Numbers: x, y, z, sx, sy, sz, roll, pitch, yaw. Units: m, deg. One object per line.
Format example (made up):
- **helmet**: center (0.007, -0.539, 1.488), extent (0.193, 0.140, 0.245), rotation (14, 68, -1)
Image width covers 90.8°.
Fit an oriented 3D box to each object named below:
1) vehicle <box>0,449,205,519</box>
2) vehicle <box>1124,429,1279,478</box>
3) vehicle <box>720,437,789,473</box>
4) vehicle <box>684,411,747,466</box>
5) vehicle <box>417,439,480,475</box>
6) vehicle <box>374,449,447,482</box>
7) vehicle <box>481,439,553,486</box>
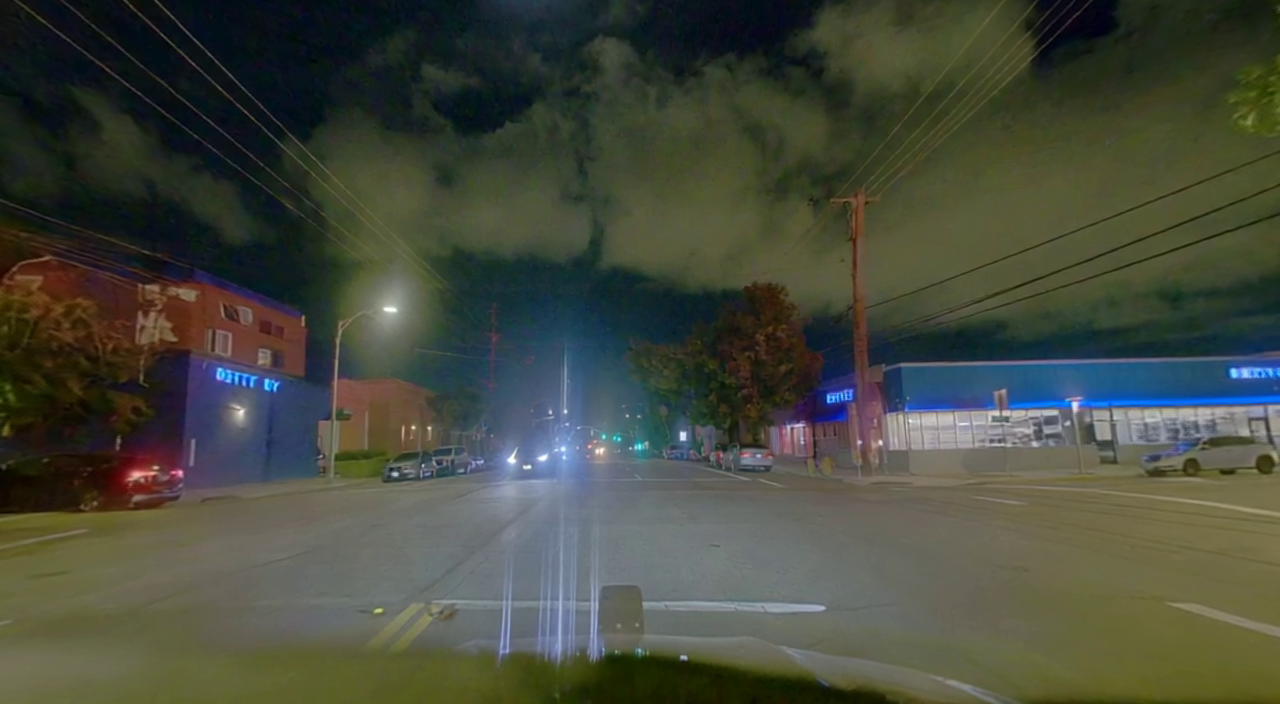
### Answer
- **vehicle**: center (-13.782, 3.168, 15.505), extent (4.729, 1.518, 2.107), rotation (4, -9, -25)
- **vehicle**: center (18.623, 3.247, 20.352), extent (4.368, 1.479, 1.985), rotation (0, -8, 1)
- **vehicle**: center (5.595, 5.107, 31.540), extent (1.963, 1.646, 4.204), rotation (2, -9, -11)
- **vehicle**: center (4.599, 5.553, 40.290), extent (2.815, 3.203, 7.558), rotation (0, -8, -2)
- **vehicle**: center (-10.845, 5.989, 36.178), extent (2.072, 1.818, 4.951), rotation (-3, -9, 0)
- **vehicle**: center (-10.953, 5.403, 30.485), extent (1.978, 1.452, 4.263), rotation (0, -8, 0)
- **vehicle**: center (-4.300, 3.916, 22.707), extent (1.914, 1.506, 4.125), rotation (0, -8, -3)
